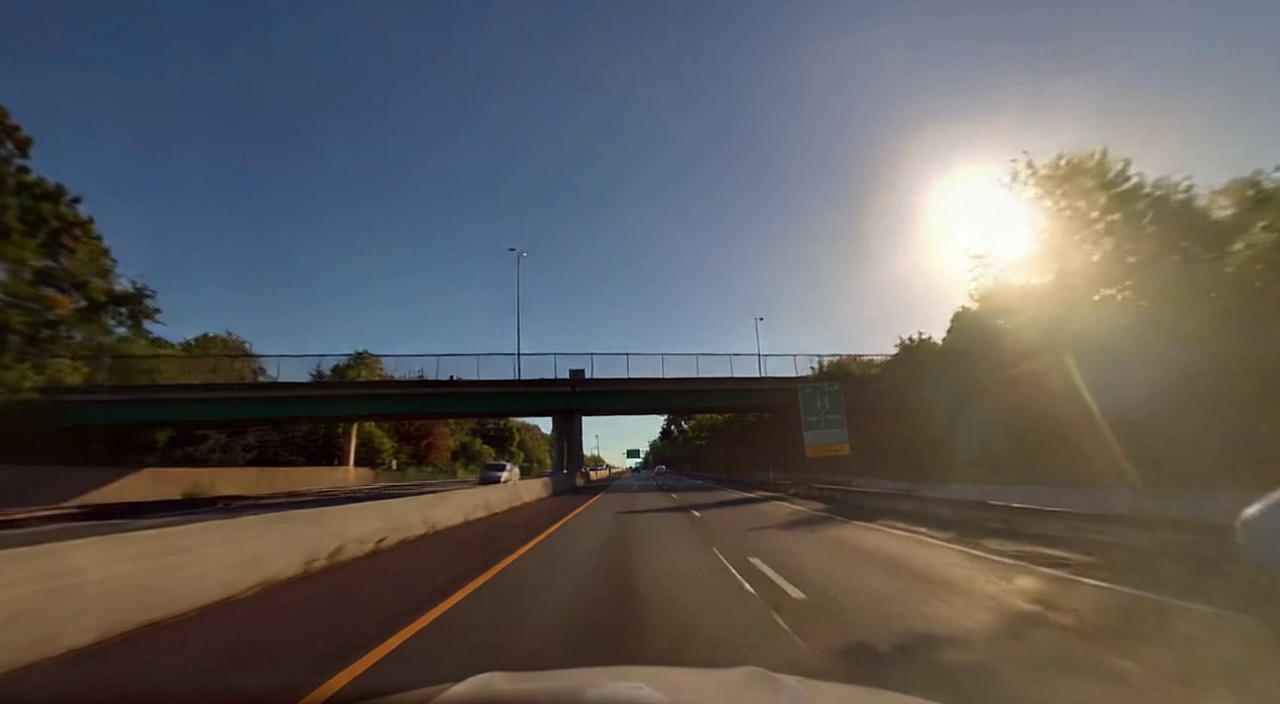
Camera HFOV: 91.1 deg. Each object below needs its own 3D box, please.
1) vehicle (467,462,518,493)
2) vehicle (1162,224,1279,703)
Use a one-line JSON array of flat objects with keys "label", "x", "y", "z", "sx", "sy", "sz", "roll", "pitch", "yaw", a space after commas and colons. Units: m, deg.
[{"label": "vehicle", "x": -8.676, "y": 7.433, "z": 37.341, "sx": 2.013, "sy": 1.672, "sz": 4.241, "roll": 1, "pitch": -11, "yaw": 0}, {"label": "vehicle", "x": 4.546, "y": 0.141, "z": 0.444, "sx": 2.372, "sy": 2.581, "sz": 6.763, "roll": 1, "pitch": -11, "yaw": -1}]
